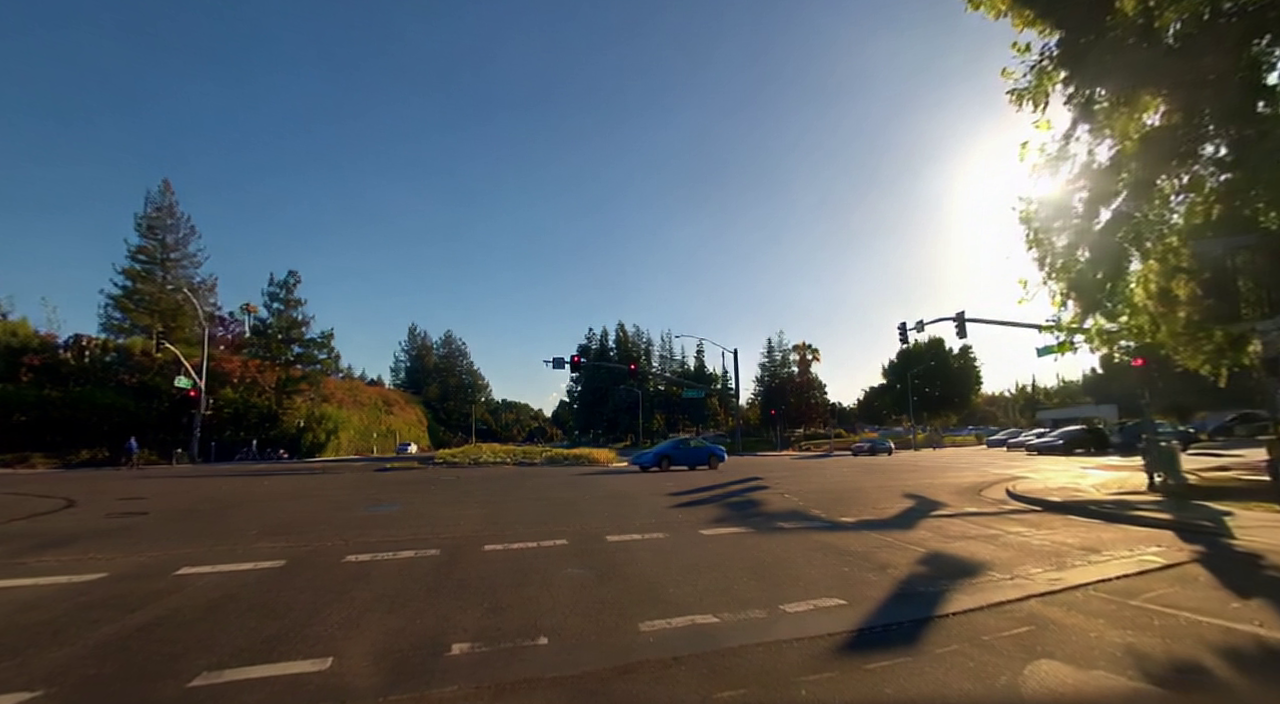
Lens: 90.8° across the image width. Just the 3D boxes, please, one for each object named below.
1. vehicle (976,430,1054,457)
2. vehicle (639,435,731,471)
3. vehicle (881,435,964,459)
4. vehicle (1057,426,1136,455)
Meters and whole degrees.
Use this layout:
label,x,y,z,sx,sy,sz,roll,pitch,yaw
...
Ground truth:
label,x,y,z,sx,sy,sz,roll,pitch,yaw
vehicle,26.942,6.581,45.428,5.032,1.828,2.183,4,-9,-24
vehicle,2.020,4.498,28.198,3.896,1.500,1.740,6,-11,-37
vehicle,18.713,6.277,41.791,5.234,1.549,1.982,4,-9,-24
vehicle,36.084,7.025,49.905,6.148,2.119,2.473,4,-10,-28
